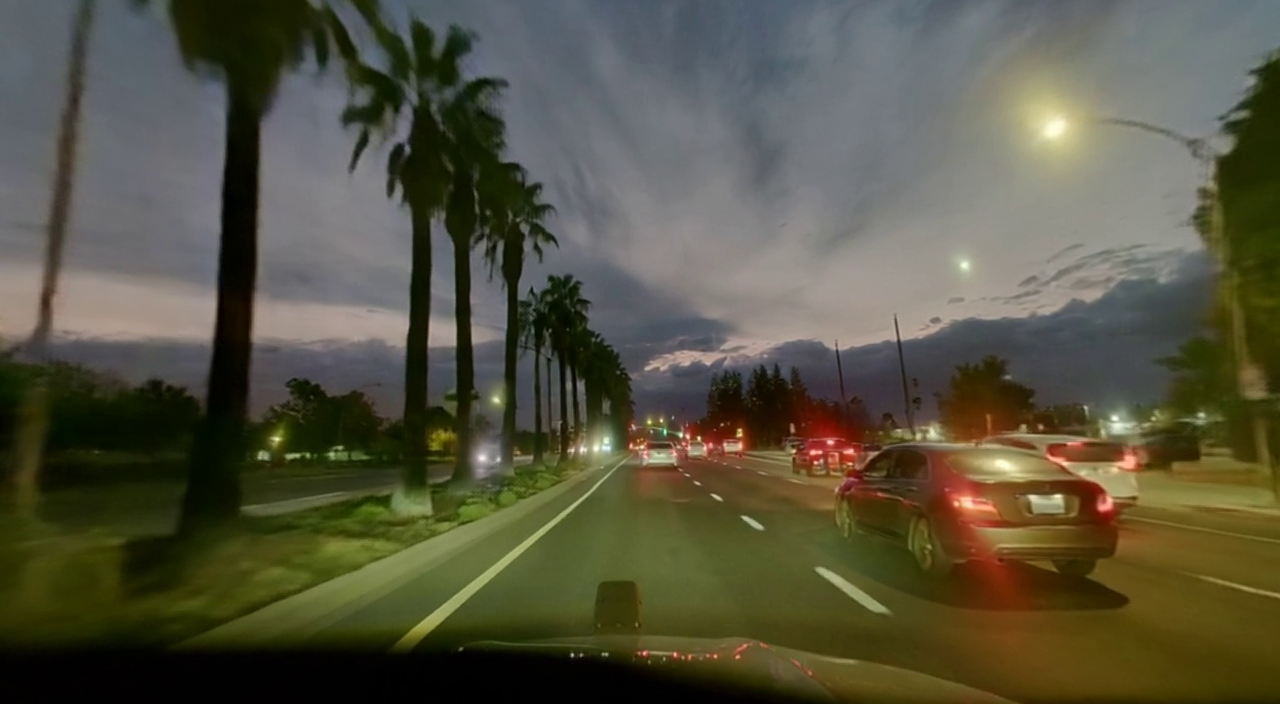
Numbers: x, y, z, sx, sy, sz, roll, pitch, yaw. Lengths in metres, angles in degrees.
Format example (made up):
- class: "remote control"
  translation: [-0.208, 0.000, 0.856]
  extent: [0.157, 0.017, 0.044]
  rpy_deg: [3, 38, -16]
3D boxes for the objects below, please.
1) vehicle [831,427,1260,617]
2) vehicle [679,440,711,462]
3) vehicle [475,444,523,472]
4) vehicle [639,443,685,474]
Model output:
- class: "vehicle"
  translation: [3.851, 1.656, 7.208]
  extent: [1.875, 1.452, 4.453]
  rpy_deg: [0, -8, -1]
- class: "vehicle"
  translation: [4.266, 7.730, 49.439]
  extent: [2.042, 1.632, 4.384]
  rpy_deg: [0, -8, -1]
- class: "vehicle"
  translation: [-10.052, 7.592, 45.497]
  extent: [2.238, 1.766, 4.710]
  rpy_deg: [-2, -9, 2]
- class: "vehicle"
  translation: [1.040, 5.395, 32.340]
  extent: [2.031, 1.444, 4.361]
  rpy_deg: [0, -8, -2]
